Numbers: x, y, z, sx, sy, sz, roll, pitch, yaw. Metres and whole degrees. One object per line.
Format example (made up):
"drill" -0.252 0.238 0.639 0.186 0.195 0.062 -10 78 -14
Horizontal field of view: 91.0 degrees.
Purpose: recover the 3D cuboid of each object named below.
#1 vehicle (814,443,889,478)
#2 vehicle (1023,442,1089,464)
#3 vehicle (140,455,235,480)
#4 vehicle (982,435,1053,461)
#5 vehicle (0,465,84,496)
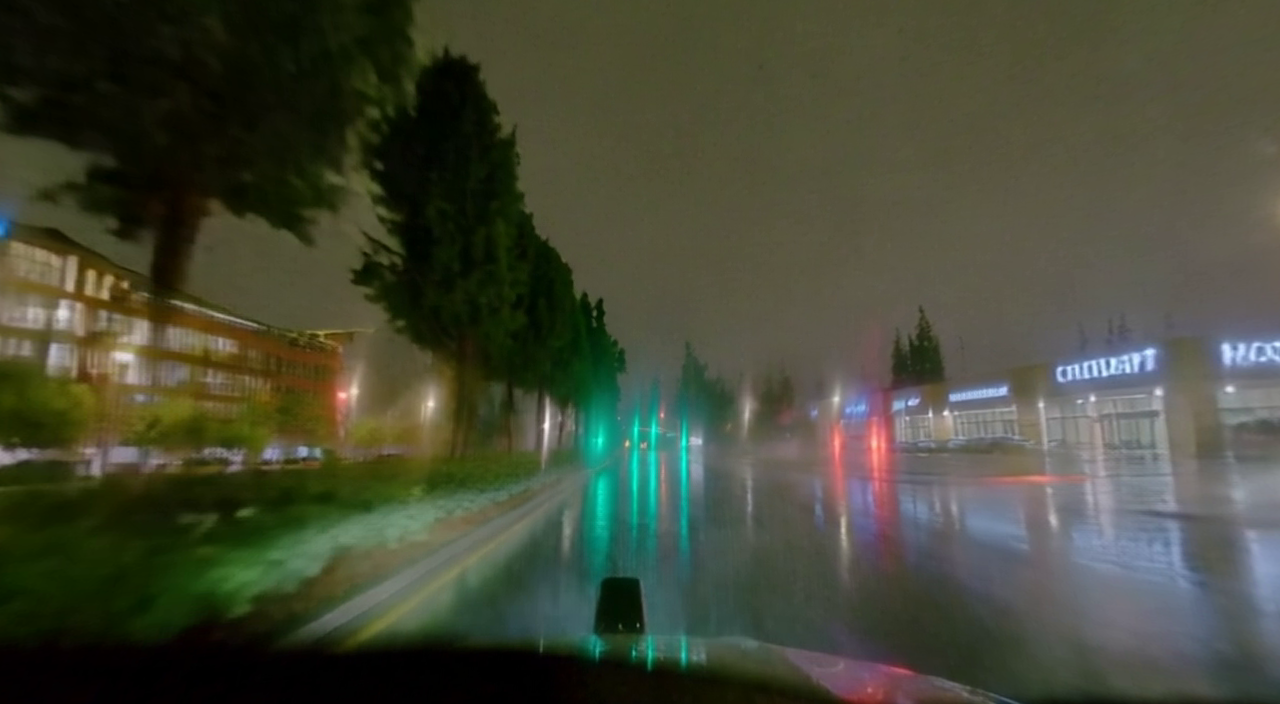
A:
"vehicle" 10.073 5.165 30.359 2.013 1.551 4.460 1 -8 -1
"vehicle" 29.072 7.048 44.132 1.931 1.408 3.757 1 -8 -2
"vehicle" -30.796 7.878 42.905 4.920 1.475 1.984 -1 -7 -1
"vehicle" 26.191 6.704 43.873 1.985 1.723 4.672 0 -9 0
"vehicle" -30.635 6.489 31.789 3.440 1.394 1.613 0 -8 -1
